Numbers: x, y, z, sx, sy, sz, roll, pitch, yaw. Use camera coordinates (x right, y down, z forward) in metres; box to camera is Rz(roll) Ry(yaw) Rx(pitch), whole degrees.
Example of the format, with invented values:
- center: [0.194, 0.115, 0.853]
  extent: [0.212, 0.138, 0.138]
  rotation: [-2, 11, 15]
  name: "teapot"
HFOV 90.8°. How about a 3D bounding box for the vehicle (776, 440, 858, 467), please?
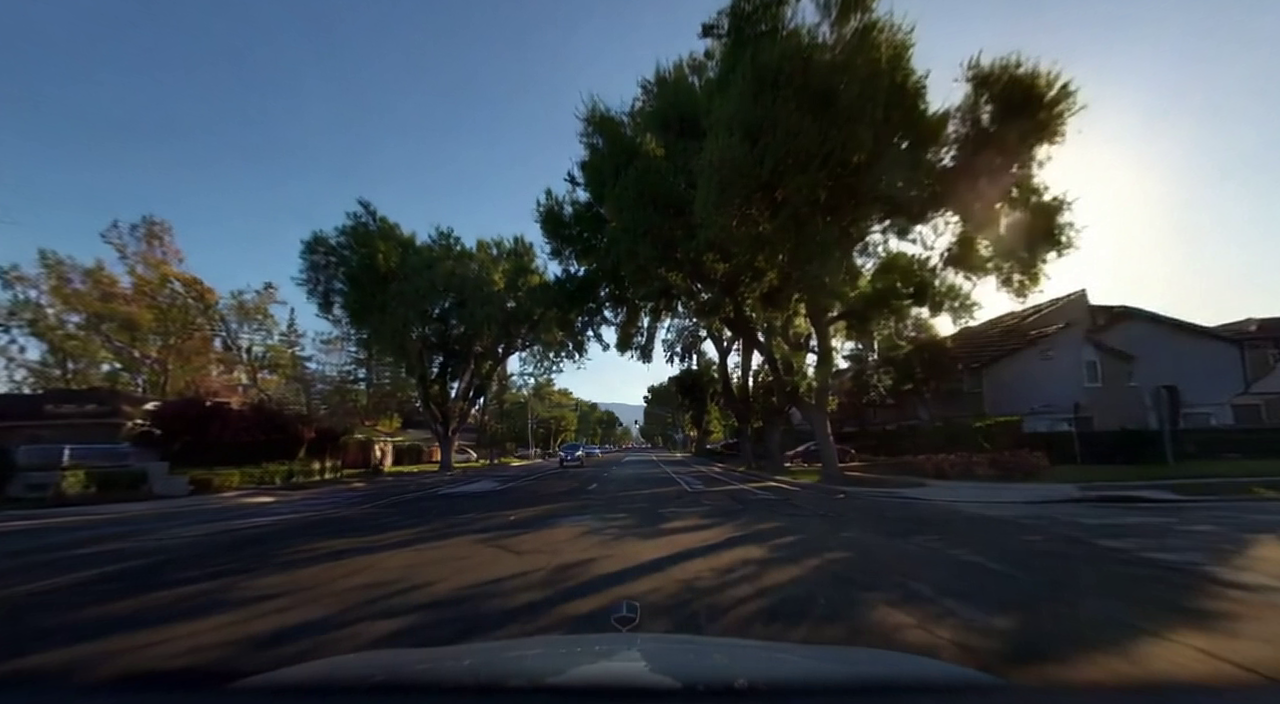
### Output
- center: [11.778, 6.779, 42.278]
  extent: [4.782, 1.494, 1.963]
  rotation: [-3, -9, 0]
  name: "vehicle"
